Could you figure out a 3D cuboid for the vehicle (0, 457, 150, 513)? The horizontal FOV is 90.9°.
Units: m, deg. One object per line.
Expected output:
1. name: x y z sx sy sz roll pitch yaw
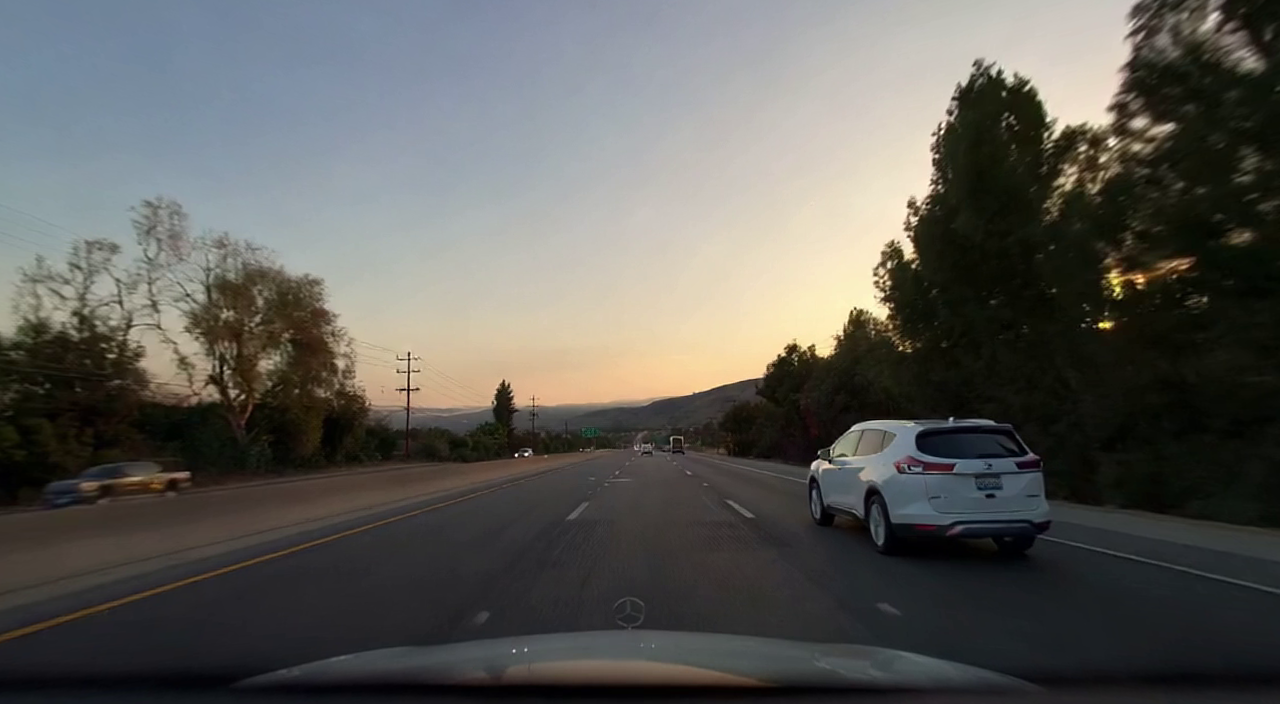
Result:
1. vehicle: -20.334 4.640 22.512 1.944 1.657 4.518 0 -8 1
